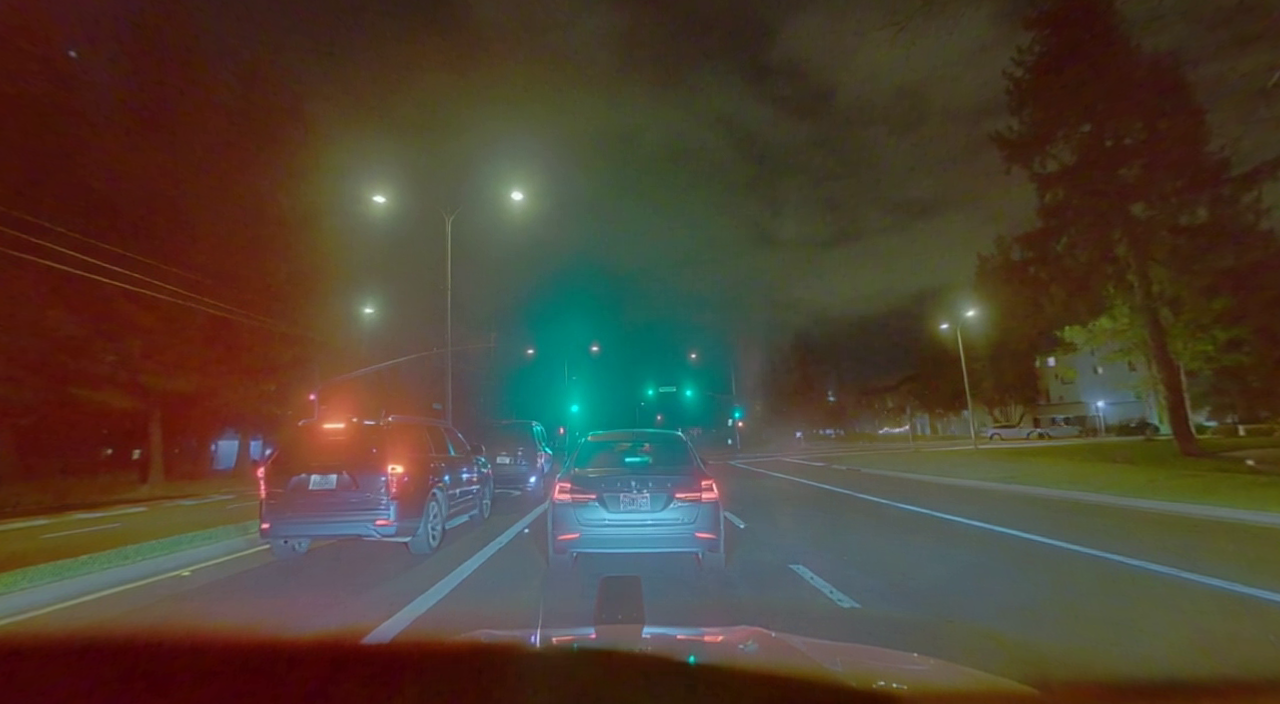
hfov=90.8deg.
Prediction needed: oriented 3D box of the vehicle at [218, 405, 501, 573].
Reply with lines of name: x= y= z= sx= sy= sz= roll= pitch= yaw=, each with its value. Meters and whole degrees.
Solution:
vehicle: x=-3.427 y=1.755 z=8.835 sx=2.046 sy=1.751 sz=4.208 roll=0 pitch=-8 yaw=-1

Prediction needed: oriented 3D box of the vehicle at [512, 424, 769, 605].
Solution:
vehicle: x=-0.052 y=1.646 z=7.305 sx=2.126 sy=1.475 sz=3.967 roll=0 pitch=-8 yaw=-2
